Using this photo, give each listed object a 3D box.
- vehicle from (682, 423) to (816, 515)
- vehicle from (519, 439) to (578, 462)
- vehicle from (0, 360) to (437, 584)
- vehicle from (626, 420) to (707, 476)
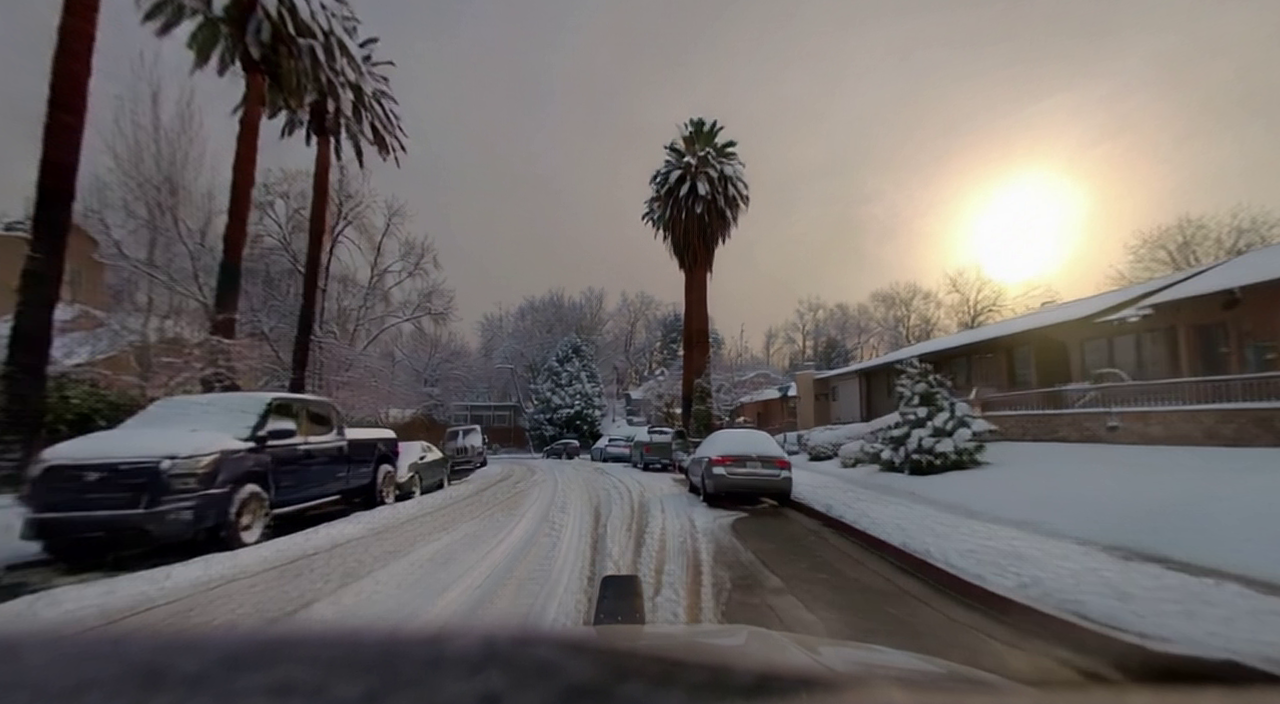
[{"bbox_3d":[2.124,2.459,13.733,2.076,1.658,4.604,0,-8,0],"label":"vehicle"},{"bbox_3d":[-6.591,6.980,44.798,2.108,1.503,4.977,6,-10,-35],"label":"vehicle"},{"bbox_3d":[-5.557,1.639,9.491,2.624,2.178,6.522,0,-8,2],"label":"vehicle"},{"bbox_3d":[0.930,3.807,25.110,2.139,1.997,4.864,2,-9,-11],"label":"vehicle"}]
